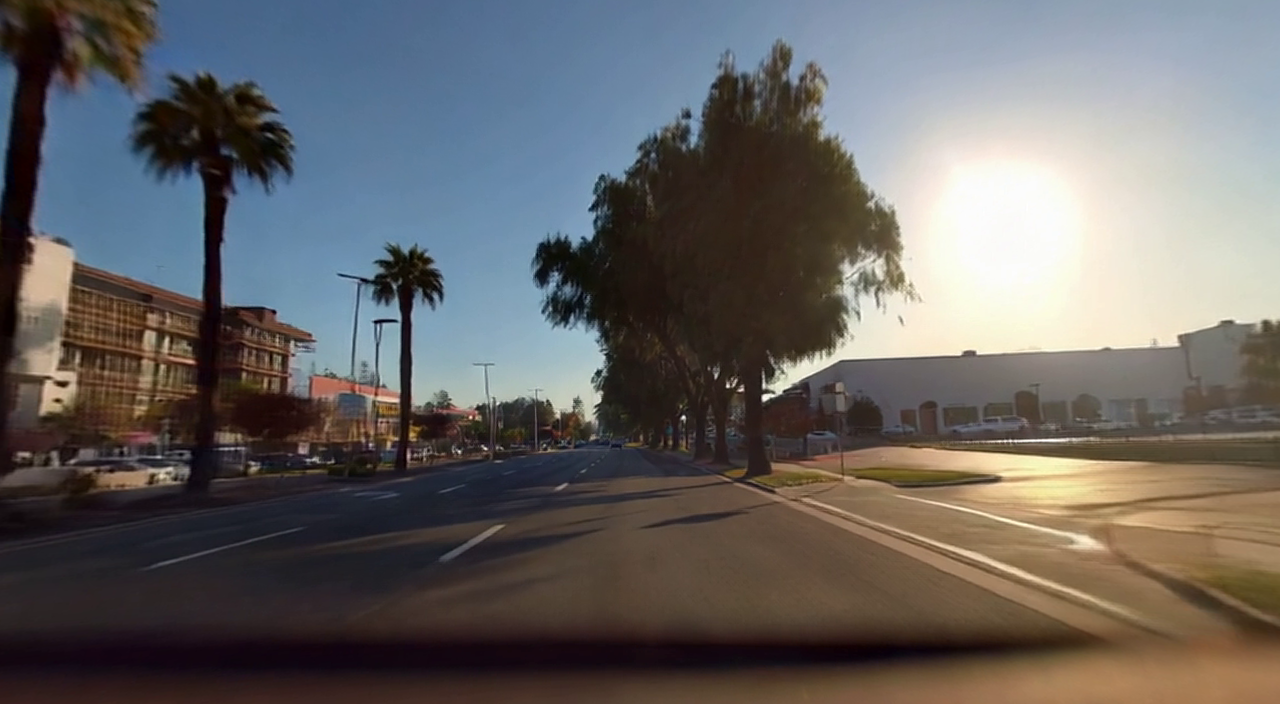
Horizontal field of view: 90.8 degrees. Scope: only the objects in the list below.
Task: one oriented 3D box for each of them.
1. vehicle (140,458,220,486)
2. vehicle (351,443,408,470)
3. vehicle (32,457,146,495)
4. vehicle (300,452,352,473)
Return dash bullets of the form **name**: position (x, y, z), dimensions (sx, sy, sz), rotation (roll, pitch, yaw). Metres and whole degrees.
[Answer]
- **vehicle**: position (-27.632, 7.187, 38.093), dimensions (1.771, 1.494, 4.088), rotation (-1, -8, -1)
- **vehicle**: position (-17.550, 7.049, 42.744), dimensions (2.019, 1.694, 4.401), rotation (0, -8, -1)
- **vehicle**: position (-27.406, 6.145, 31.663), dimensions (1.938, 1.667, 4.364), rotation (0, -8, -4)
- **vehicle**: position (-24.563, 8.622, 49.576), dimensions (1.837, 1.492, 4.629), rotation (0, -8, -2)
